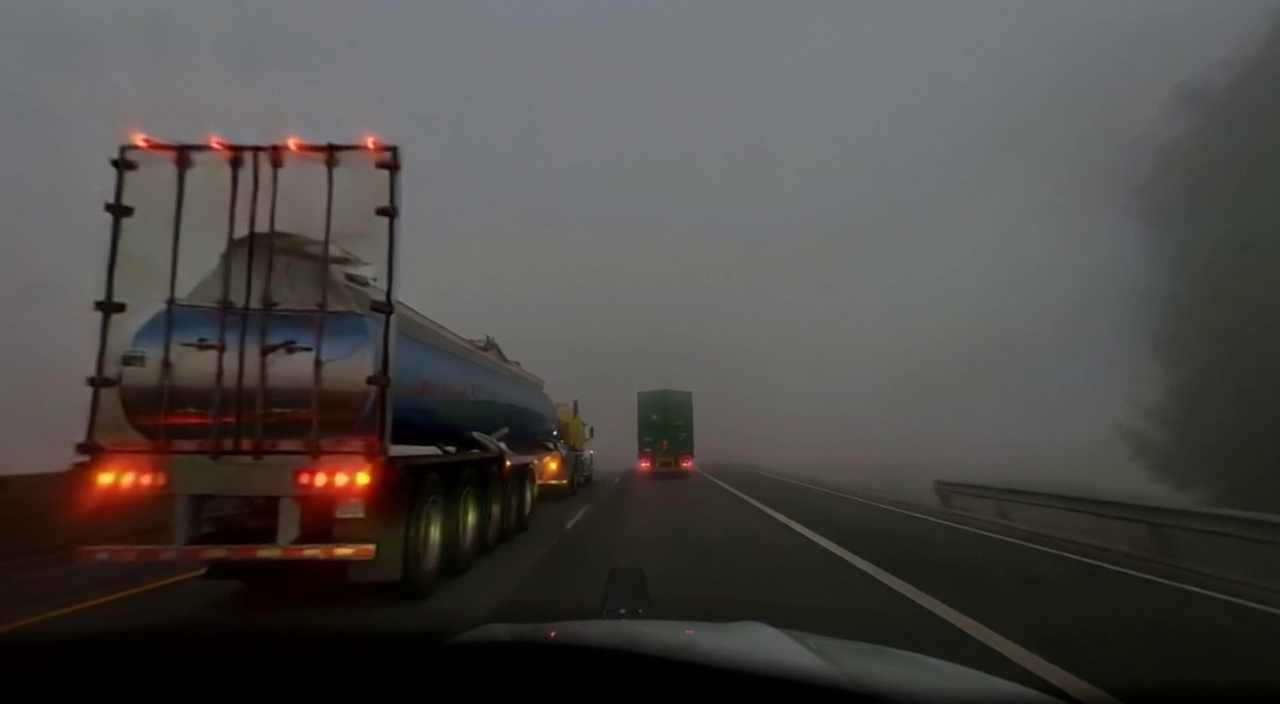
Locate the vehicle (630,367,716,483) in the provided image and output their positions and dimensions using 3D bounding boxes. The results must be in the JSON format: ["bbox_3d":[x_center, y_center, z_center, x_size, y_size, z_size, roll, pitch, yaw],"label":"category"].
[{"bbox_3d":[1.249,3.367,27.527,2.942,4.003,11.297,0,-9,1],"label":"vehicle"}]

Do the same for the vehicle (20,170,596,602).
[{"bbox_3d":[-3.292,1.494,13.805,3.267,3.655,17.154,0,-9,0],"label":"vehicle"}]
